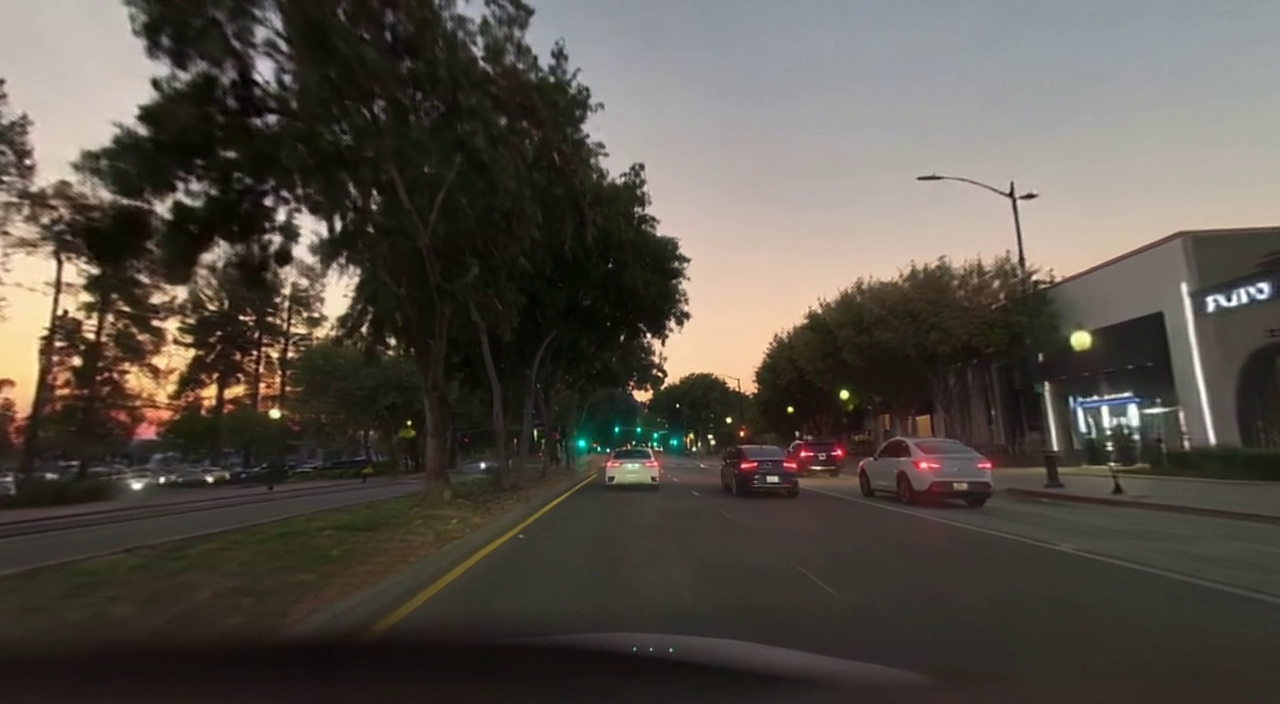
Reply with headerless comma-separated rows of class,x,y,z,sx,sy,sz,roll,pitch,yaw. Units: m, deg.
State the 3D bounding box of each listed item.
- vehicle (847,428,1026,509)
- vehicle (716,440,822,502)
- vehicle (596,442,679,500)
vehicle,7.148,2.882,15.986,2.052,1.708,4.842,0,-9,-1
vehicle,3.423,3.270,17.690,1.993,1.477,4.240,0,-9,-1
vehicle,-0.122,3.349,18.133,2.101,1.444,4.248,0,-9,-1
